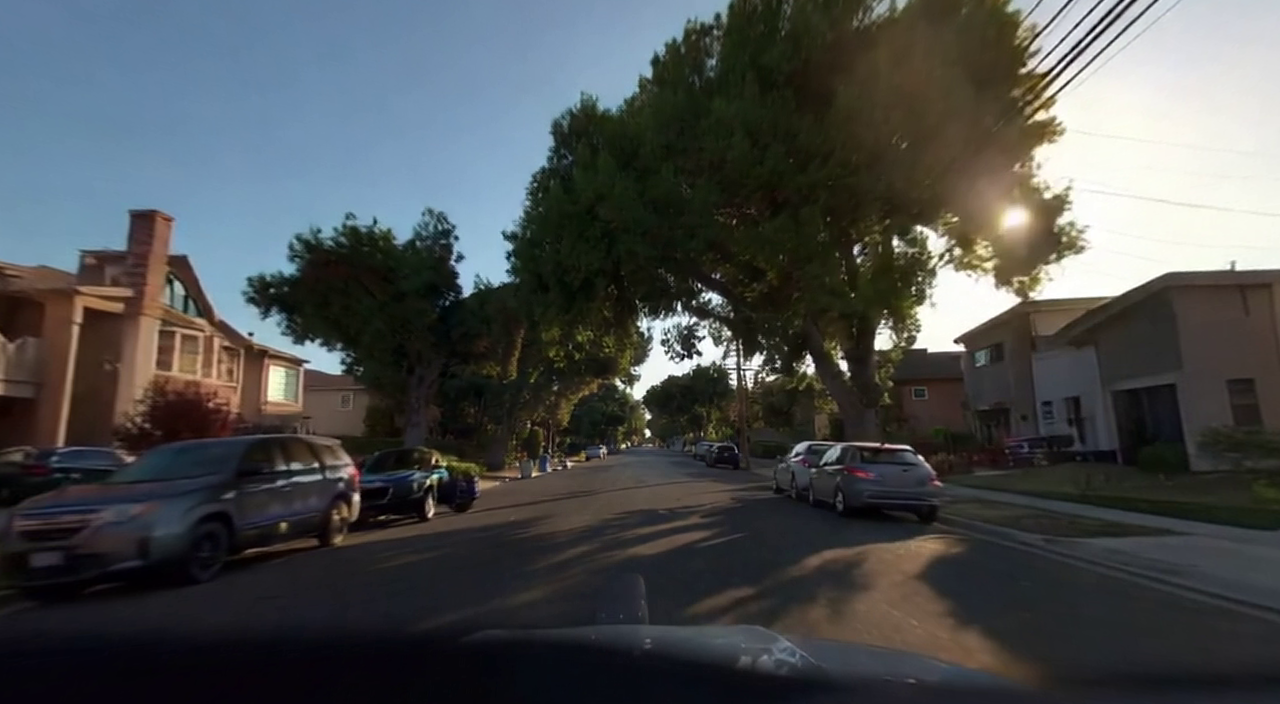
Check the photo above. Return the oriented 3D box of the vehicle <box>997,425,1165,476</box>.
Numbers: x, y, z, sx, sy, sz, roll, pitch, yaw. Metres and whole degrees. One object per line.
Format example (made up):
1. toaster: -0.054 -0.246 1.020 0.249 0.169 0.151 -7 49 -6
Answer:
1. vehicle: 17.519 3.936 25.309 4.927 1.799 2.245 -2 -9 1

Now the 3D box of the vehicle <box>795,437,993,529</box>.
1. vehicle: 4.818 2.546 12.985 2.090 1.489 4.952 0 -9 1

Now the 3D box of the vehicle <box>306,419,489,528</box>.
1. vehicle: -5.048 2.608 13.966 2.156 1.859 4.573 -4 -9 1

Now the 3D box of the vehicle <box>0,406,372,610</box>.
1. vehicle: -5.443 1.801 8.032 2.118 1.753 4.377 -4 -9 1

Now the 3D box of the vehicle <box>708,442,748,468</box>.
1. vehicle: 5.418 6.382 39.206 1.906 1.503 4.498 0 -9 1
